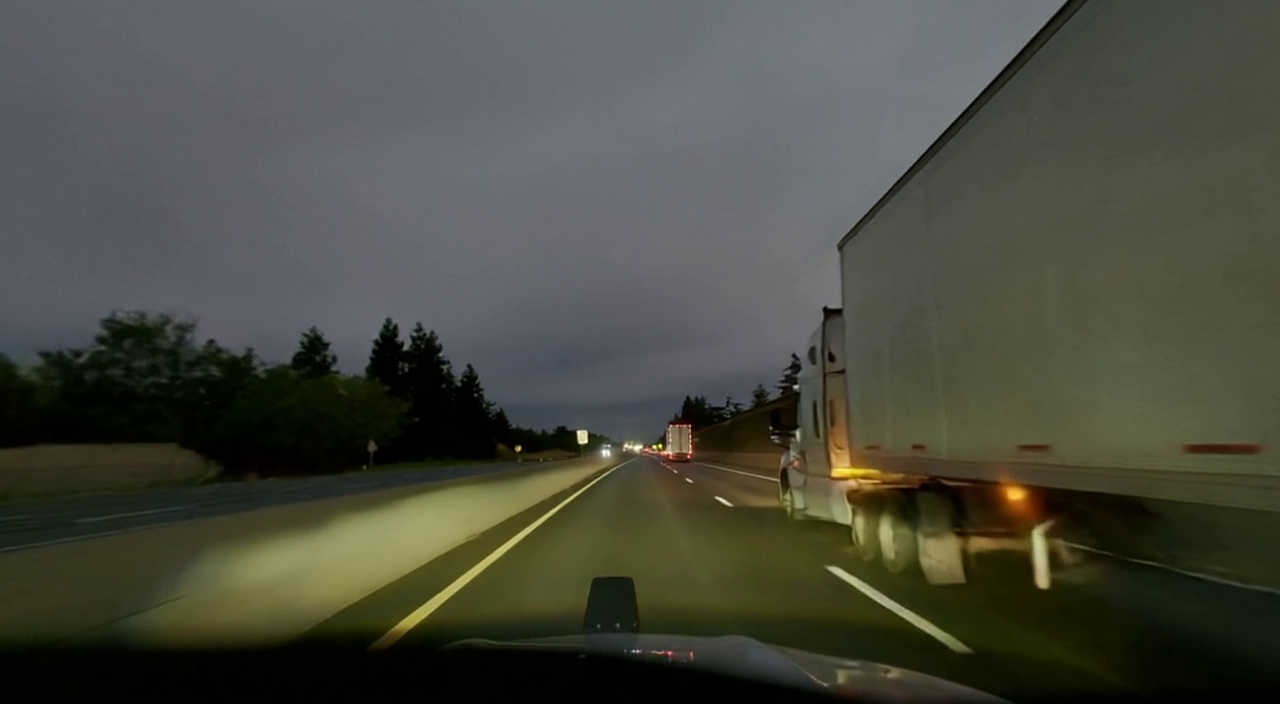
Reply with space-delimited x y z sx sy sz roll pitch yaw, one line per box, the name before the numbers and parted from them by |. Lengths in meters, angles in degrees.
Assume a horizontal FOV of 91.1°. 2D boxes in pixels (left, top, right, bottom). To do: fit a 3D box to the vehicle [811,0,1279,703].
vehicle | 4.163 -0.367 2.093 2.926 4.060 14.068 0 -9 -1
